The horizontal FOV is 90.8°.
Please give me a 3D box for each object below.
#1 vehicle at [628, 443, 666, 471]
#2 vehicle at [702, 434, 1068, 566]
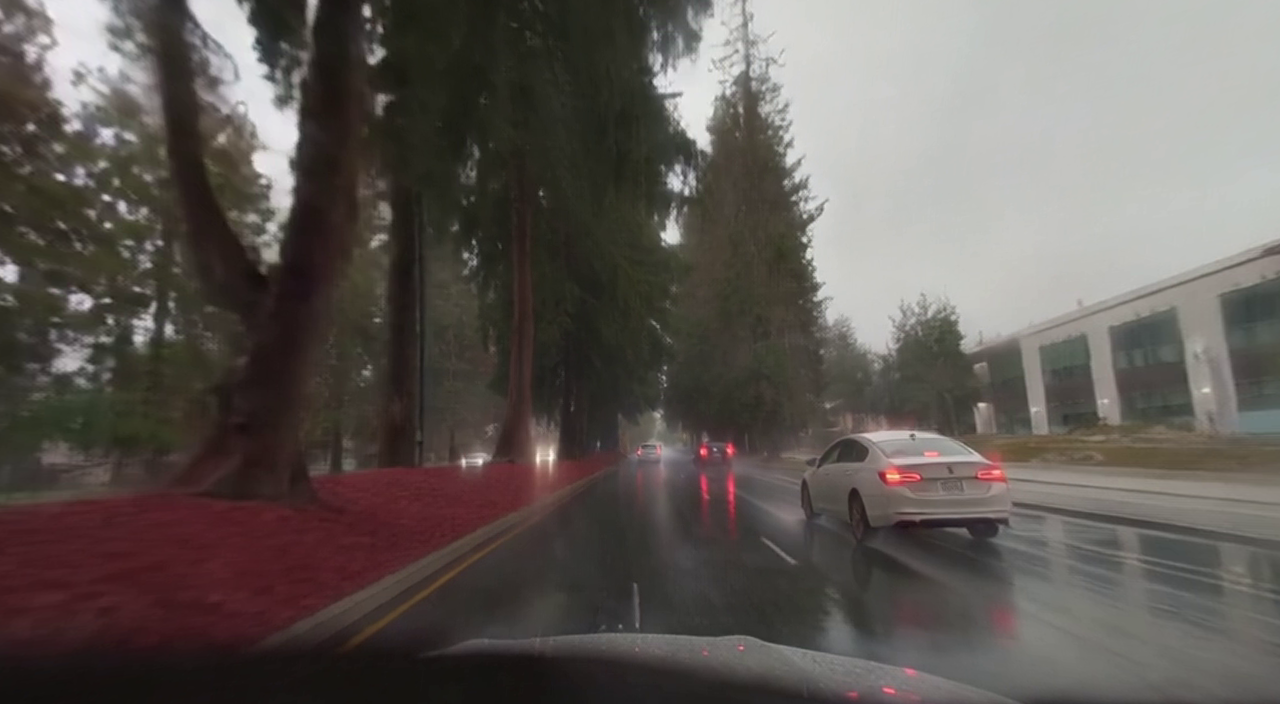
[{"bbox_3d":[0.395,6.025,36.495,2.082,1.473,4.028,0,-8,0],"label":"vehicle"},{"bbox_3d":[3.100,2.017,8.919,4.279,1.438,2.037,-3,-9,3],"label":"vehicle"}]
